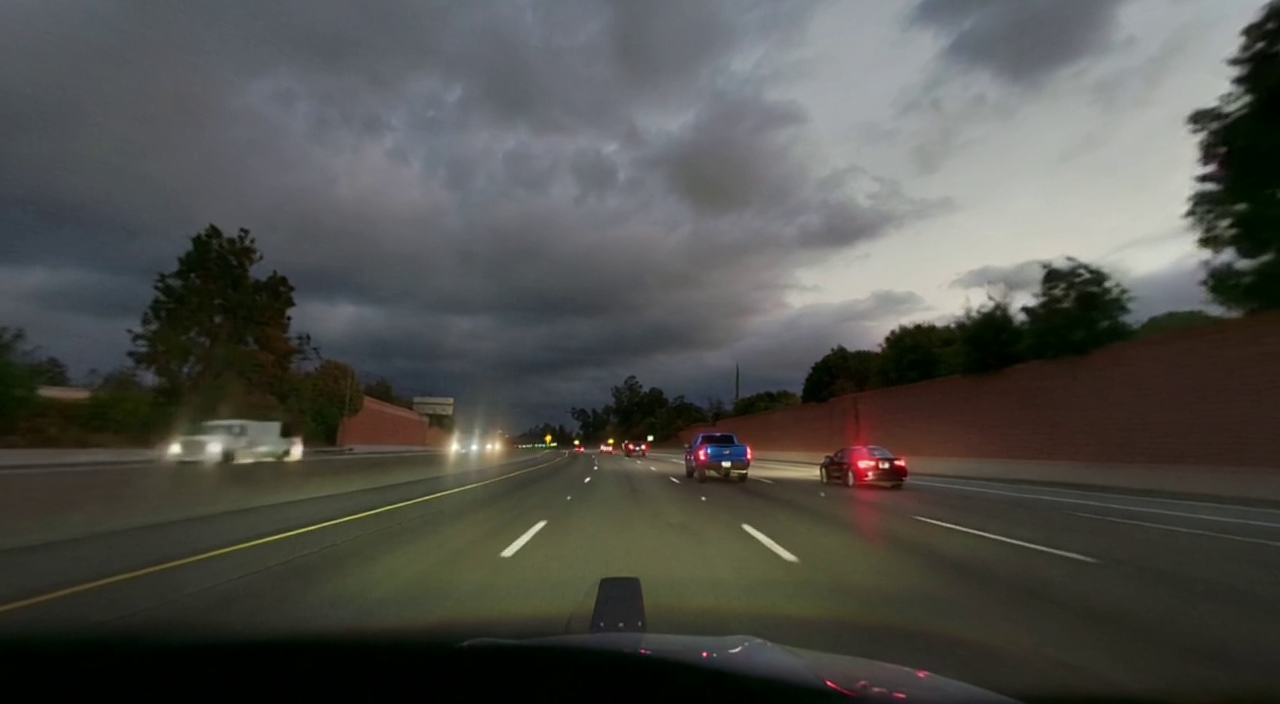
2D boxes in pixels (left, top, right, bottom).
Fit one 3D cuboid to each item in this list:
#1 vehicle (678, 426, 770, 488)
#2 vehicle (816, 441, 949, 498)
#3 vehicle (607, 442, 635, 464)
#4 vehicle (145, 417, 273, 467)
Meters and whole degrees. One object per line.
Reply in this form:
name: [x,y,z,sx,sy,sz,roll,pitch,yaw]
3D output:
vehicle: [2.854,3.752,22.901,2.374,1.952,5.431,0,-8,-2]
vehicle: [7.177,3.488,19.355,1.976,1.485,4.925,0,-8,-2]
vehicle: [-1.561,7.929,49.678,2.050,1.607,3.821,0,-8,-4]
vehicle: [-22.039,4.670,32.724,2.433,2.292,6.266,0,-8,-3]
